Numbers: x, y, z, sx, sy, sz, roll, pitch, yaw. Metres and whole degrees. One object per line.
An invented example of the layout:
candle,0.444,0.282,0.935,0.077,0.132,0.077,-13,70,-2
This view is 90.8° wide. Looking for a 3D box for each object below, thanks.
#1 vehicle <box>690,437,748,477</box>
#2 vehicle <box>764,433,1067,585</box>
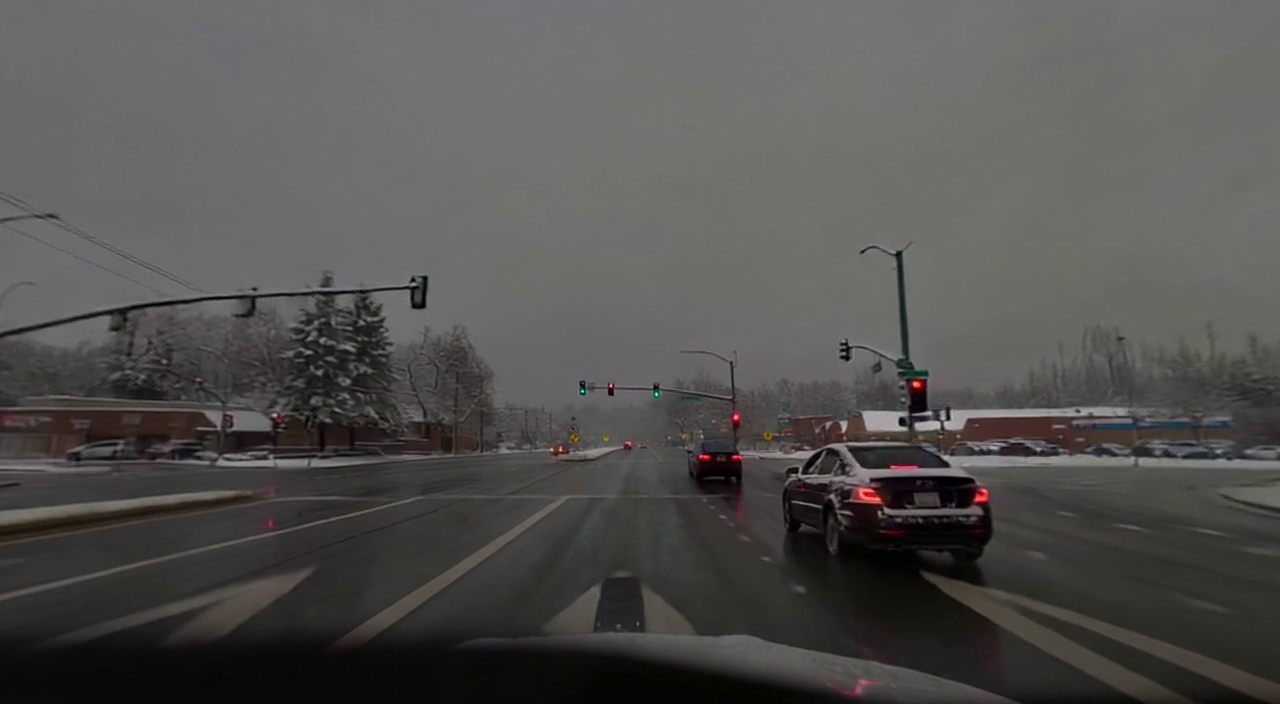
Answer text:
vehicle,3.593,4.823,29.402,2.128,1.699,4.222,0,-8,0
vehicle,3.120,1.846,8.408,2.004,1.455,4.417,0,-8,-1
